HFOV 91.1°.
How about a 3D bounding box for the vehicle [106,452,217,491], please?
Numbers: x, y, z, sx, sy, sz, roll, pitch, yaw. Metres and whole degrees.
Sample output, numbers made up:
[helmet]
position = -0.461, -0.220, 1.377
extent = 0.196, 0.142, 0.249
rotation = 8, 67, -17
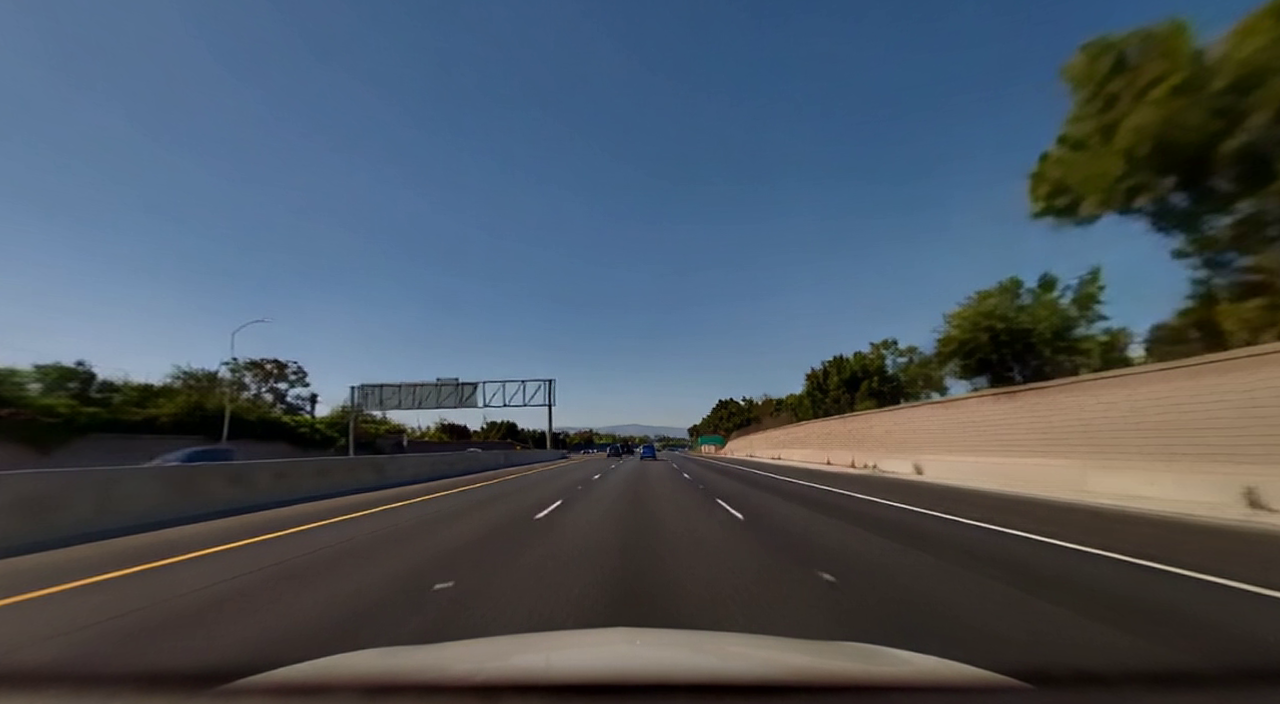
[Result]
[vehicle]
position = -20.102, 4.998, 26.601
extent = 1.830, 1.508, 3.563
rotation = 0, -9, 0
